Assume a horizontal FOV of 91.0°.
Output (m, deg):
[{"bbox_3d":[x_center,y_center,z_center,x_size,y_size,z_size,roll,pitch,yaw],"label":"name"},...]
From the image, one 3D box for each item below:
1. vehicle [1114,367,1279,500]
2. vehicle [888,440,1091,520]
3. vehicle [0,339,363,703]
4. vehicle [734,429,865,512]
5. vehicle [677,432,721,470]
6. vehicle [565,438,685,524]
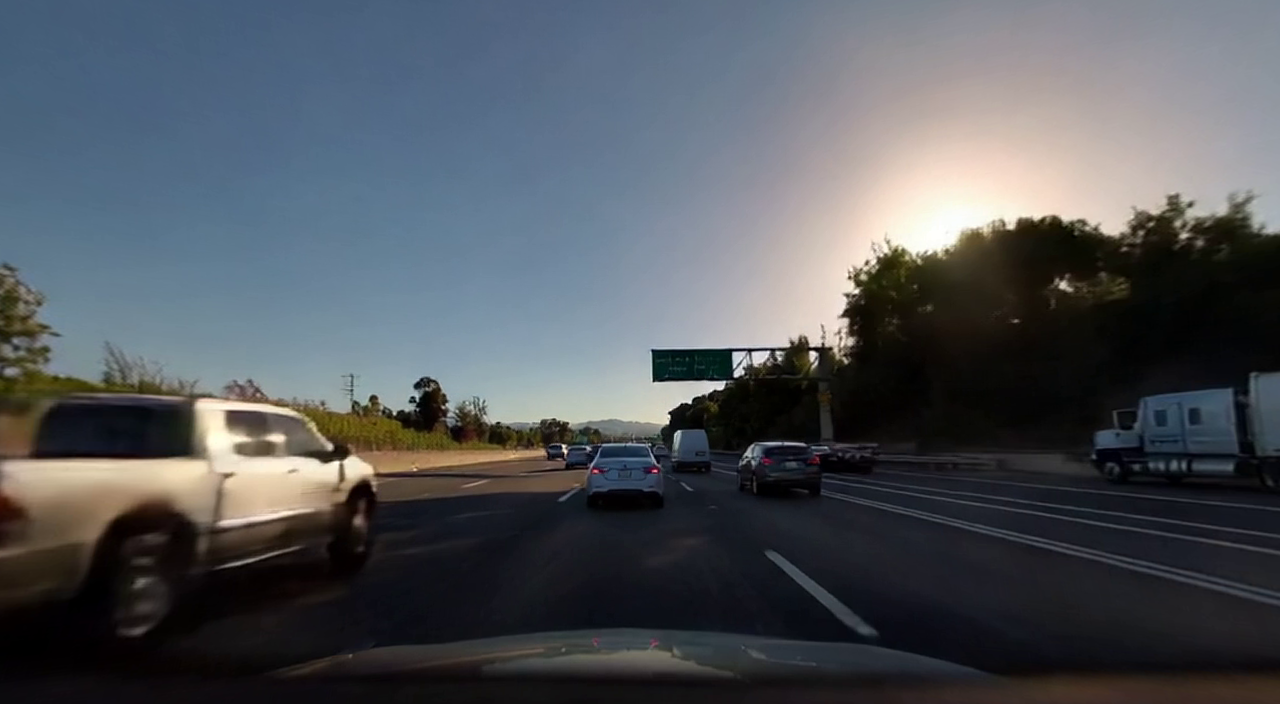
[{"bbox_3d":[20.119,2.672,20.348,3.061,3.869,7.169,2,-9,-10],"label":"vehicle"},{"bbox_3d":[7.599,2.799,14.349,2.021,1.505,4.480,0,-9,0],"label":"vehicle"},{"bbox_3d":[-4.072,1.036,4.483,2.079,1.741,4.436,0,-9,1],"label":"vehicle"},{"bbox_3d":[3.569,2.734,14.992,2.053,1.666,4.106,0,-9,0],"label":"vehicle"},{"bbox_3d":[3.893,6.656,42.423,2.440,2.313,5.266,0,-9,0],"label":"vehicle"},{"bbox_3d":[-0.220,2.605,13.286,2.132,1.499,4.038,0,-9,1],"label":"vehicle"}]
